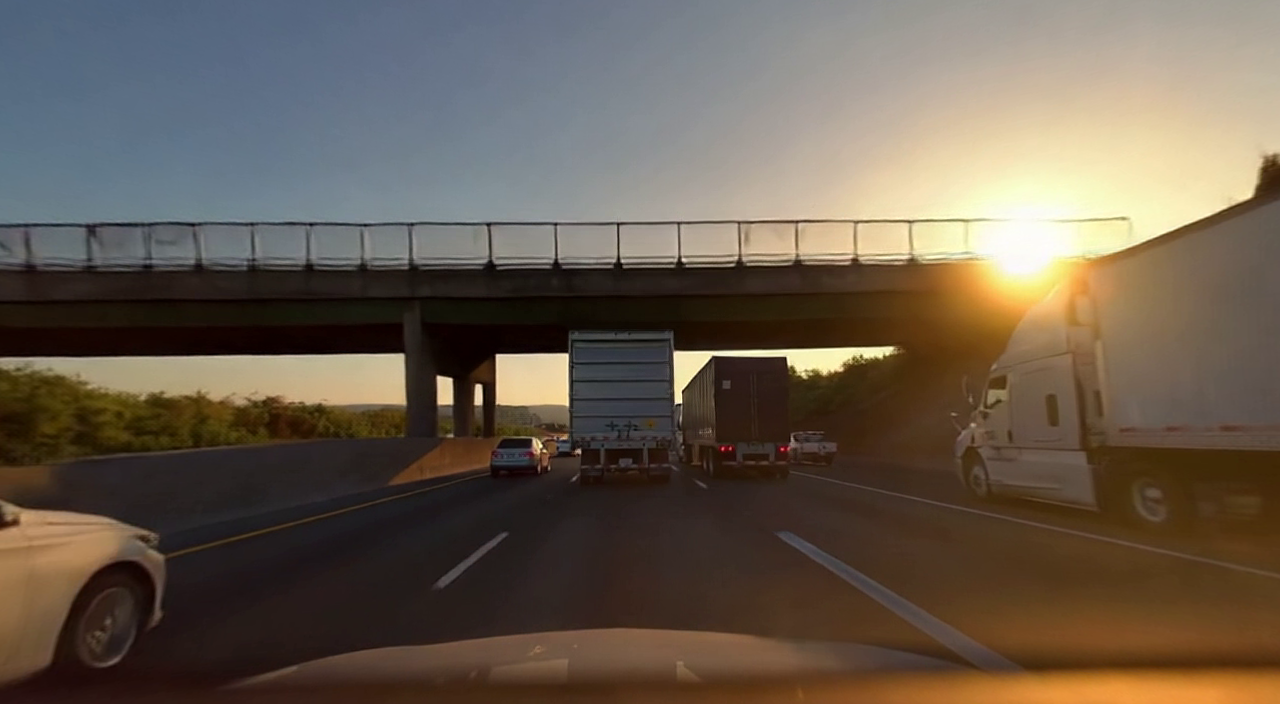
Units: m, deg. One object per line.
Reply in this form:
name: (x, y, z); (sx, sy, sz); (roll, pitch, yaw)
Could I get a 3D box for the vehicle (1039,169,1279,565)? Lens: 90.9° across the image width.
vehicle: (8.242, -0.229, 3.776); (3.000, 4.114, 13.063); (0, -8, -1)

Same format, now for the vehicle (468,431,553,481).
vehicle: (-4.193, 3.425, 21.085); (2.049, 1.483, 3.786); (0, -8, 0)

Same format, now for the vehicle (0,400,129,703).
vehicle: (-3.511, 0.688, 0.770); (1.894, 1.460, 4.662); (0, -8, 0)

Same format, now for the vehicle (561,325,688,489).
vehicle: (-0.581, 2.057, 20.925); (3.090, 4.065, 10.702); (0, -8, -2)

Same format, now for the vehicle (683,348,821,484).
vehicle: (3.584, 2.585, 23.825); (2.817, 3.886, 11.491); (0, -8, -2)
